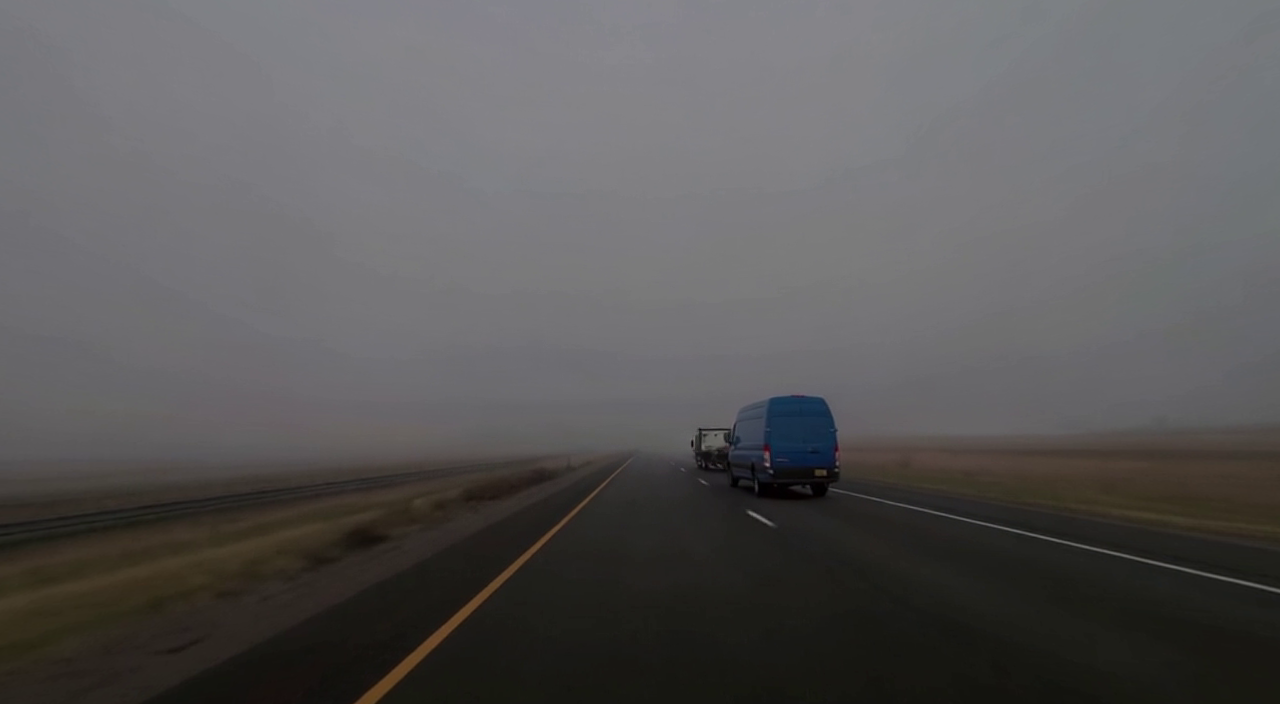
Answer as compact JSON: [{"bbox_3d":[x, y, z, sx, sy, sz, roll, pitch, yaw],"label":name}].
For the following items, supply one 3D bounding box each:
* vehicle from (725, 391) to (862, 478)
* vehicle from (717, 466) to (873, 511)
[{"bbox_3d":[4.013,2.395,17.812,2.444,2.053,5.616,-1,-9,0],"label":"vehicle"},{"bbox_3d":[3.979,3.729,17.754,2.702,0.824,6.391,0,-9,-1],"label":"vehicle"}]
